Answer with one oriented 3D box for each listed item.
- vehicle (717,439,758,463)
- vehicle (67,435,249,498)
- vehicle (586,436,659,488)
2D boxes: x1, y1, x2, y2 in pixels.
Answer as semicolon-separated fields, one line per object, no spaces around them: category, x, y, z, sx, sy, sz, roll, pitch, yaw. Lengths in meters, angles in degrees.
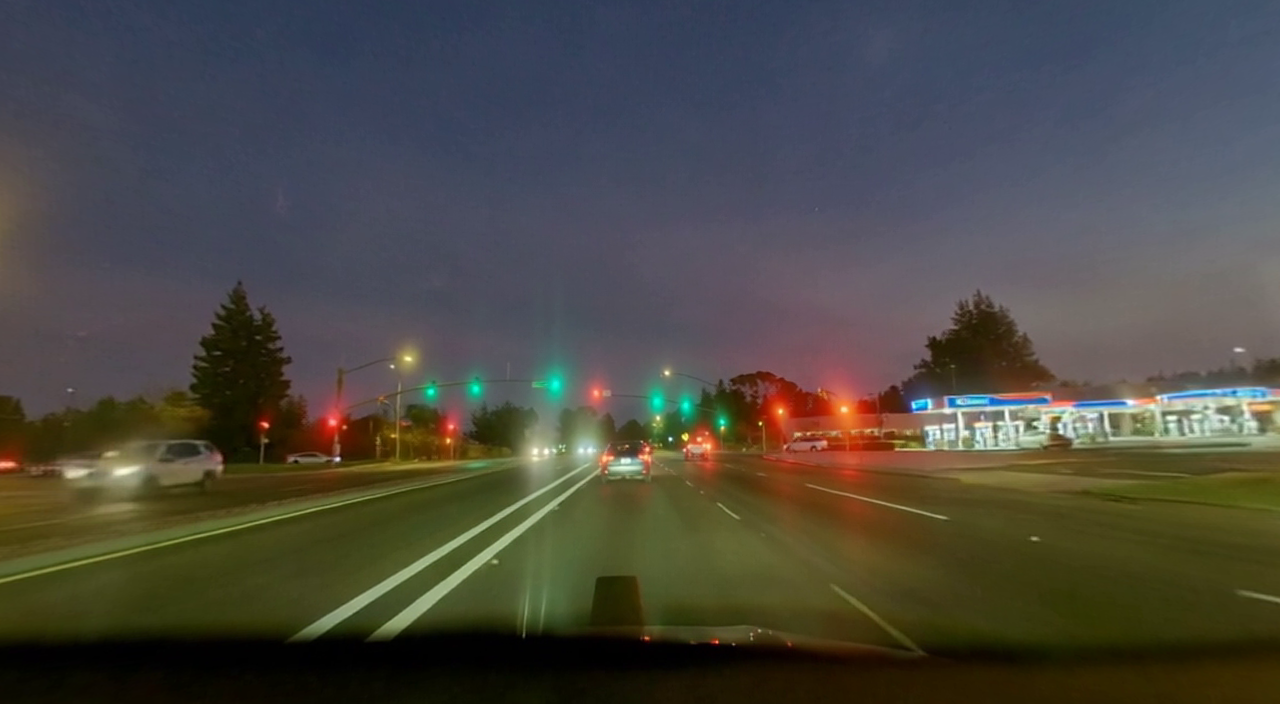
vehicle;6.292;6.460;41.229;1.890;1.489;4.396;0;-8;-1
vehicle;-17.198;4.096;23.116;2.224;2.000;5.743;0;-8;-1
vehicle;-0.509;3.370;19.644;2.040;1.451;3.736;0;-8;0
